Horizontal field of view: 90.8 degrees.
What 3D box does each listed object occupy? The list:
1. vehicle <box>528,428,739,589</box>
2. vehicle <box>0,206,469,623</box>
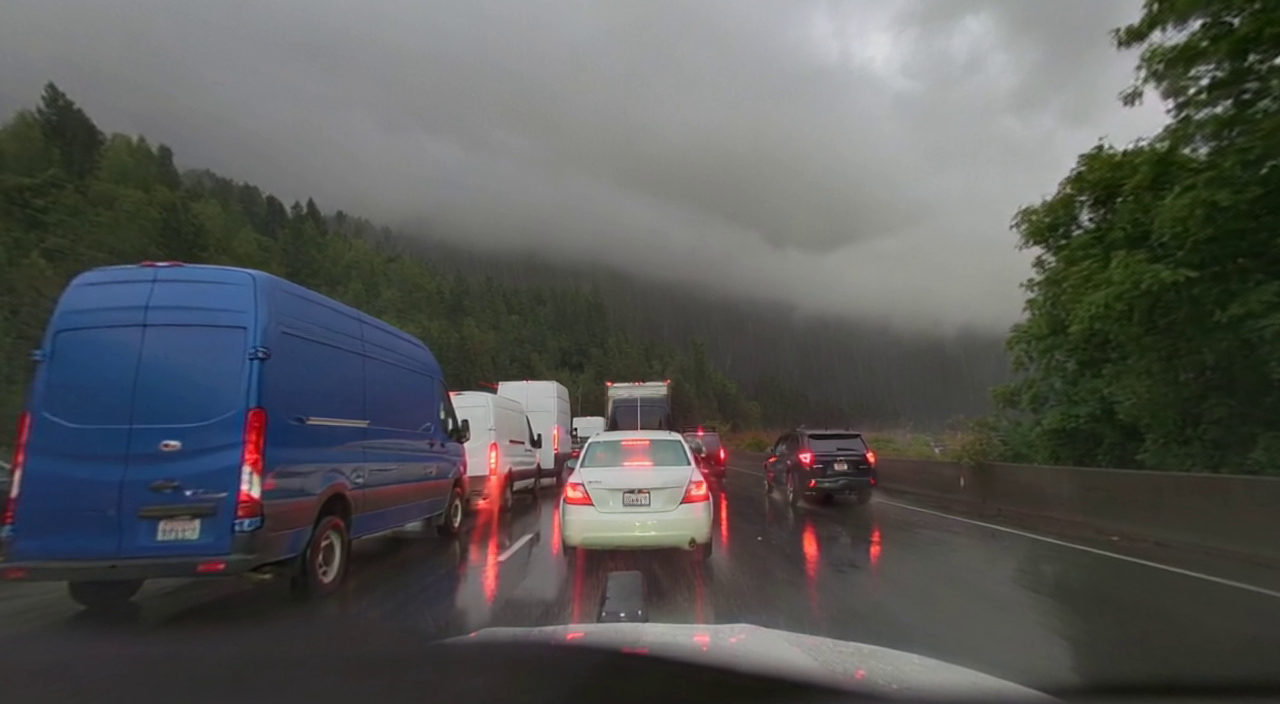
[{"bbox_3d":[-0.088,1.752,7.743,1.995,1.495,3.380,0,-9,-1],"label":"vehicle"},{"bbox_3d":[-4.049,0.871,7.673,2.254,2.879,6.656,0,-9,-2],"label":"vehicle"}]
